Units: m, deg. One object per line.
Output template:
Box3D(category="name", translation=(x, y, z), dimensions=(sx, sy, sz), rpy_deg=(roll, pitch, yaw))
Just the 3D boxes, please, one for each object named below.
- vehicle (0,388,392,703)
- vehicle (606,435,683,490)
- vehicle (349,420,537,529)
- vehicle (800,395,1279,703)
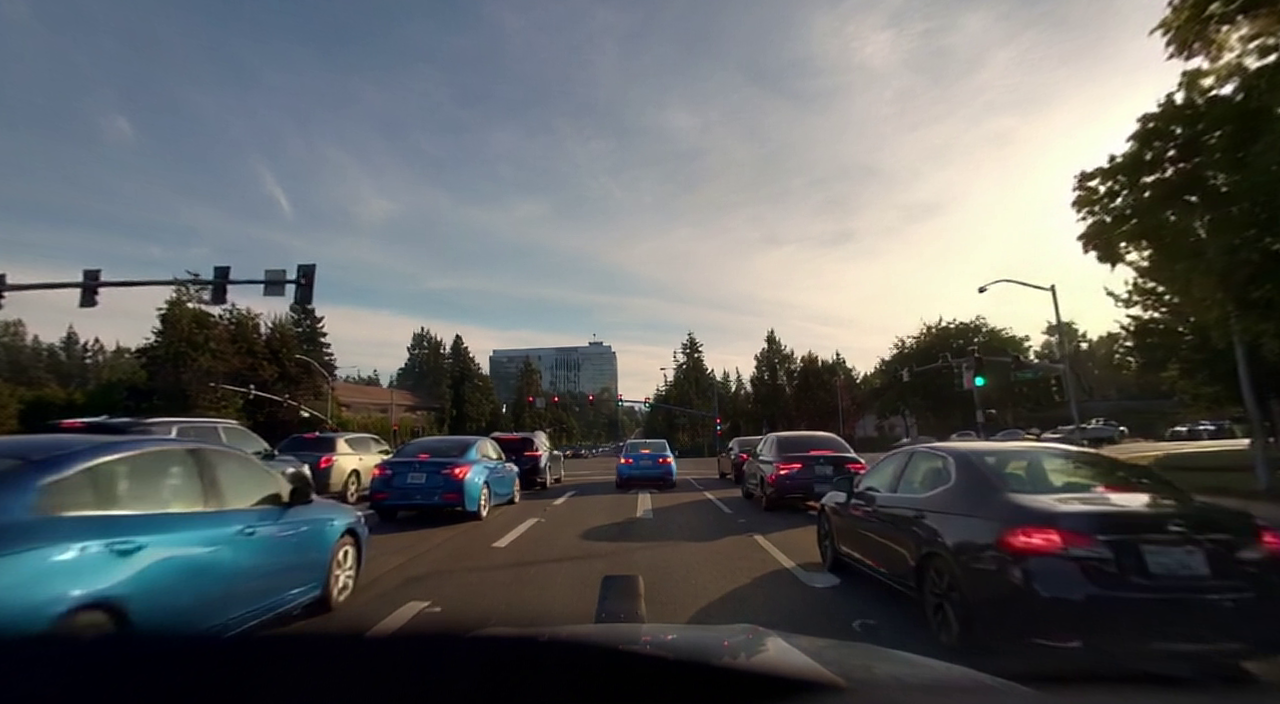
Box3D(category="vehicle", translation=(-3.259, 1.034, 3.232), dimensions=(2.139, 1.478, 4.510), rpy_deg=(0, -9, 0))
Box3D(category="vehicle", translation=(0.081, 3.330, 19.315), dimensions=(2.114, 1.482, 4.056), rpy_deg=(0, -9, -1))
Box3D(category="vehicle", translation=(-3.384, 2.212, 11.967), dimensions=(2.034, 1.655, 4.465), rpy_deg=(0, -9, 1))
Box3D(category="vehicle", translation=(2.822, 1.256, 4.871), dimensions=(2.002, 1.474, 4.528), rpy_deg=(0, -9, 0))
